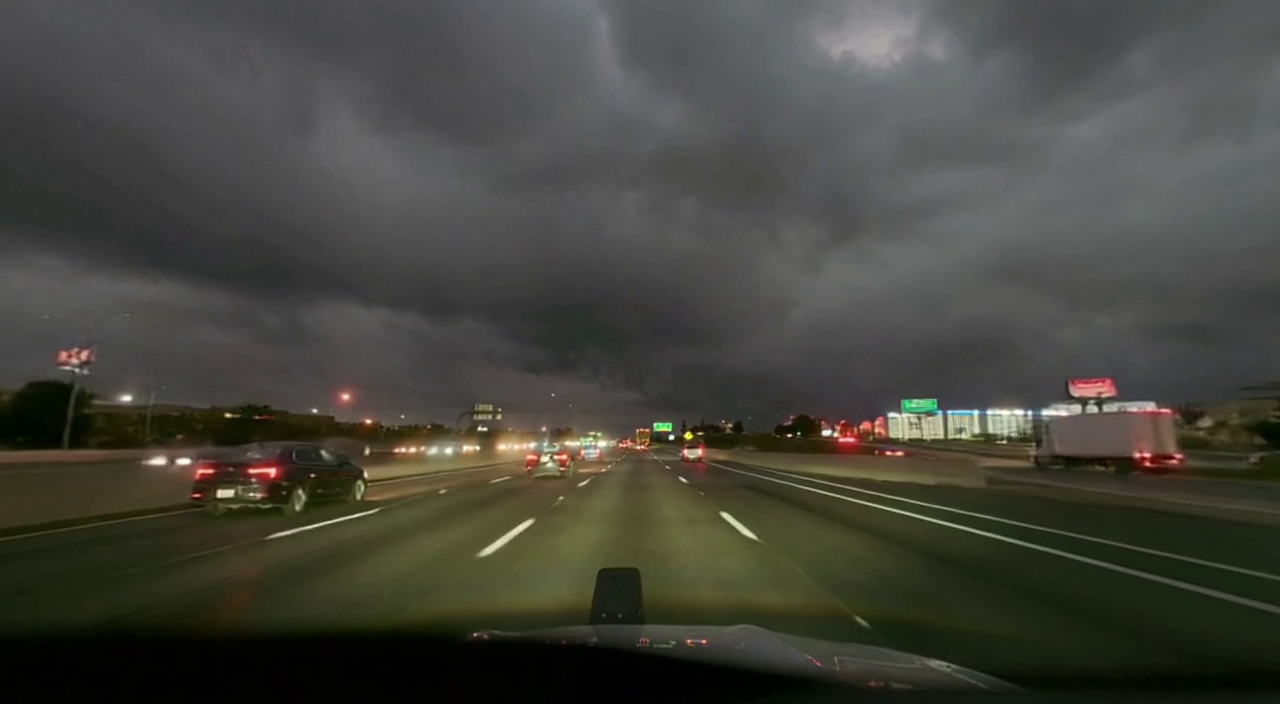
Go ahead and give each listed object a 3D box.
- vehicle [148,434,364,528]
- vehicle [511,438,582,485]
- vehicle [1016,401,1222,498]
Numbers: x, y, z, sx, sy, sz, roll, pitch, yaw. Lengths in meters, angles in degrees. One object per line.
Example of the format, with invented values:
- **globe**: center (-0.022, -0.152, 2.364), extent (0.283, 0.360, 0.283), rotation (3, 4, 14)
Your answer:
- **vehicle**: center (-7.190, 2.417, 12.310), extent (1.865, 1.518, 3.620), rotation (0, -9, 1)
- **vehicle**: center (-3.416, 4.076, 23.772), extent (2.001, 1.577, 4.055), rotation (0, -9, 1)
- **vehicle**: center (20.346, 4.254, 27.762), extent (2.958, 3.538, 8.761), rotation (0, -9, 7)
